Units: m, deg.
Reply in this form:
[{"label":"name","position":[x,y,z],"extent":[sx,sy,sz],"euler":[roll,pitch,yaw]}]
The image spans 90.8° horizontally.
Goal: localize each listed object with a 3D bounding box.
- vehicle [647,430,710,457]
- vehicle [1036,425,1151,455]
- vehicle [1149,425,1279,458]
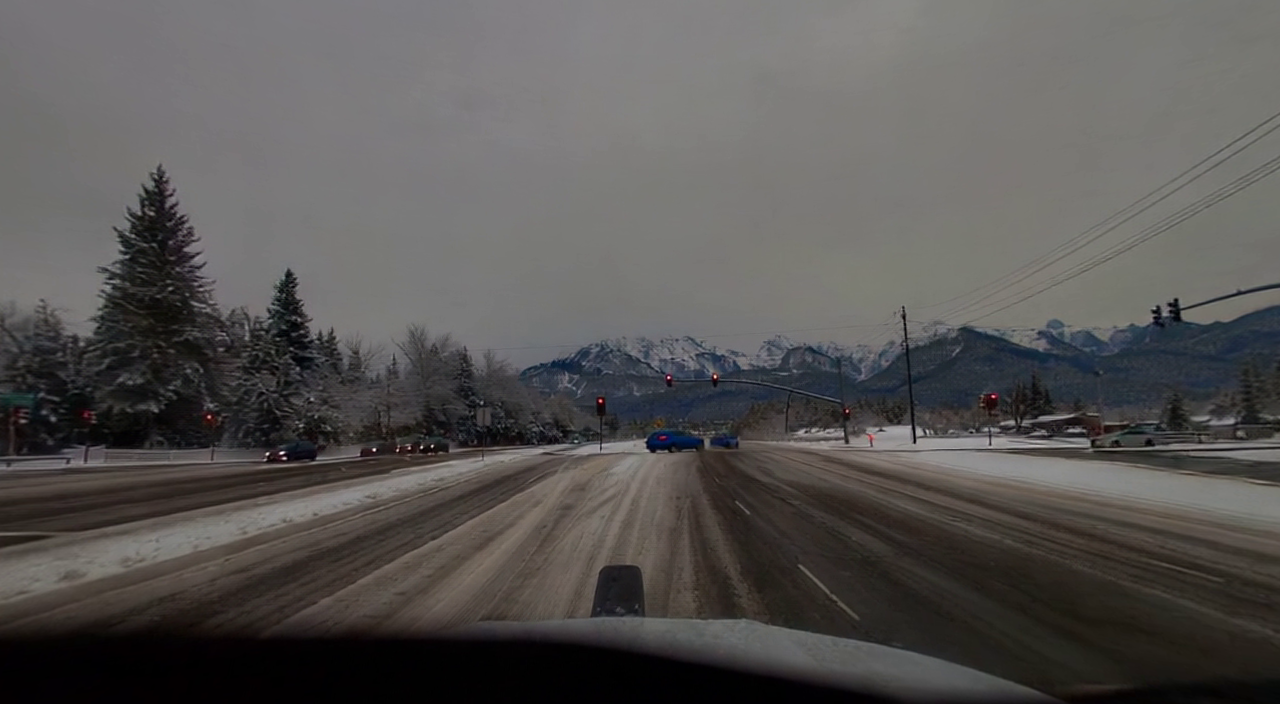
[{"label":"vehicle","position":[2.721,6.351,43.672],"extent":[2.105,1.735,4.812],"euler":[-6,-10,35]},{"label":"vehicle","position":[26.703,5.226,37.349],"extent":[5.100,1.680,2.055],"euler":[0,-8,3]},{"label":"vehicle","position":[27.288,4.212,29.818],"extent":[4.778,1.495,1.959],"euler":[0,-8,0]}]
